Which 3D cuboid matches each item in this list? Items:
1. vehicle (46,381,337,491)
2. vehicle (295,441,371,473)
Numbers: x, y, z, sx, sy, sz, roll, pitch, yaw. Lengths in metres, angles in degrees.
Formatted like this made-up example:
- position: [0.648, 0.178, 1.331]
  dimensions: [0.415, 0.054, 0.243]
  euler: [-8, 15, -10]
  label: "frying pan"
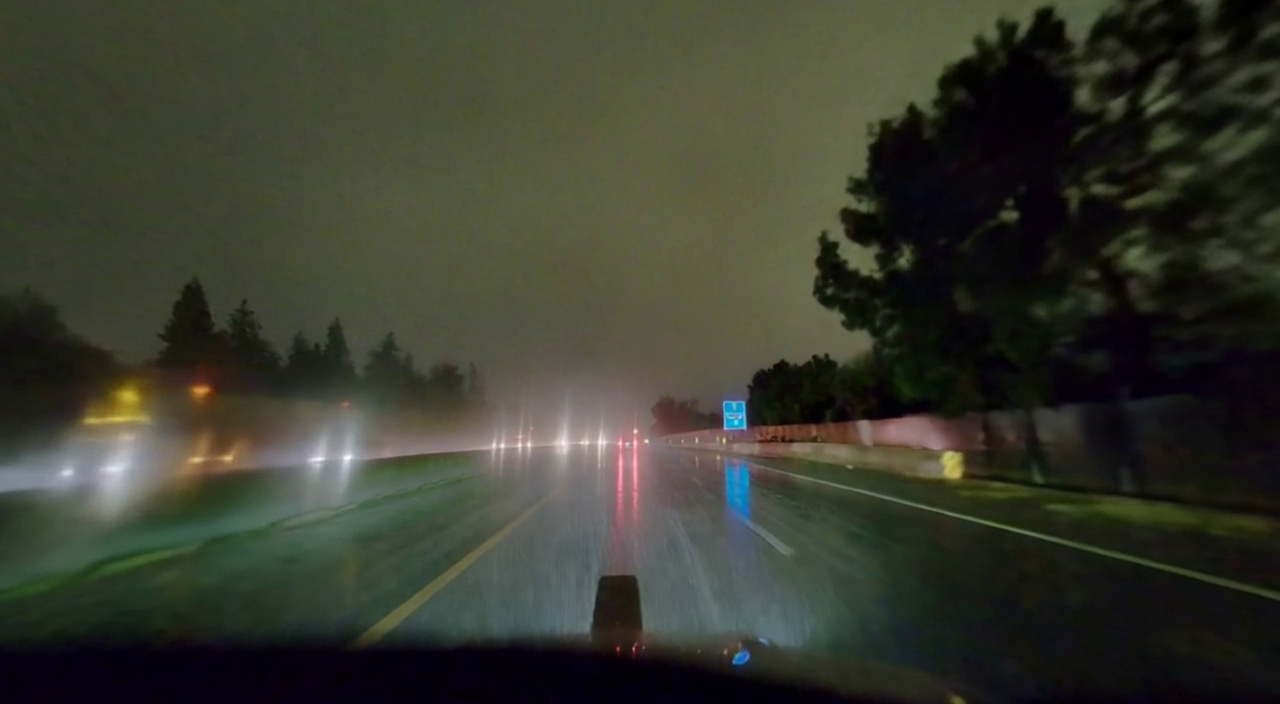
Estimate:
- position: [-20.693, 4.224, 31.816]
  dimensions: [3.002, 4.093, 16.312]
  euler: [0, -8, -1]
  label: "vehicle"
- position: [-16.109, 5.508, 33.353]
  dimensions: [1.962, 1.560, 4.033]
  euler: [0, -8, 0]
  label: "vehicle"
